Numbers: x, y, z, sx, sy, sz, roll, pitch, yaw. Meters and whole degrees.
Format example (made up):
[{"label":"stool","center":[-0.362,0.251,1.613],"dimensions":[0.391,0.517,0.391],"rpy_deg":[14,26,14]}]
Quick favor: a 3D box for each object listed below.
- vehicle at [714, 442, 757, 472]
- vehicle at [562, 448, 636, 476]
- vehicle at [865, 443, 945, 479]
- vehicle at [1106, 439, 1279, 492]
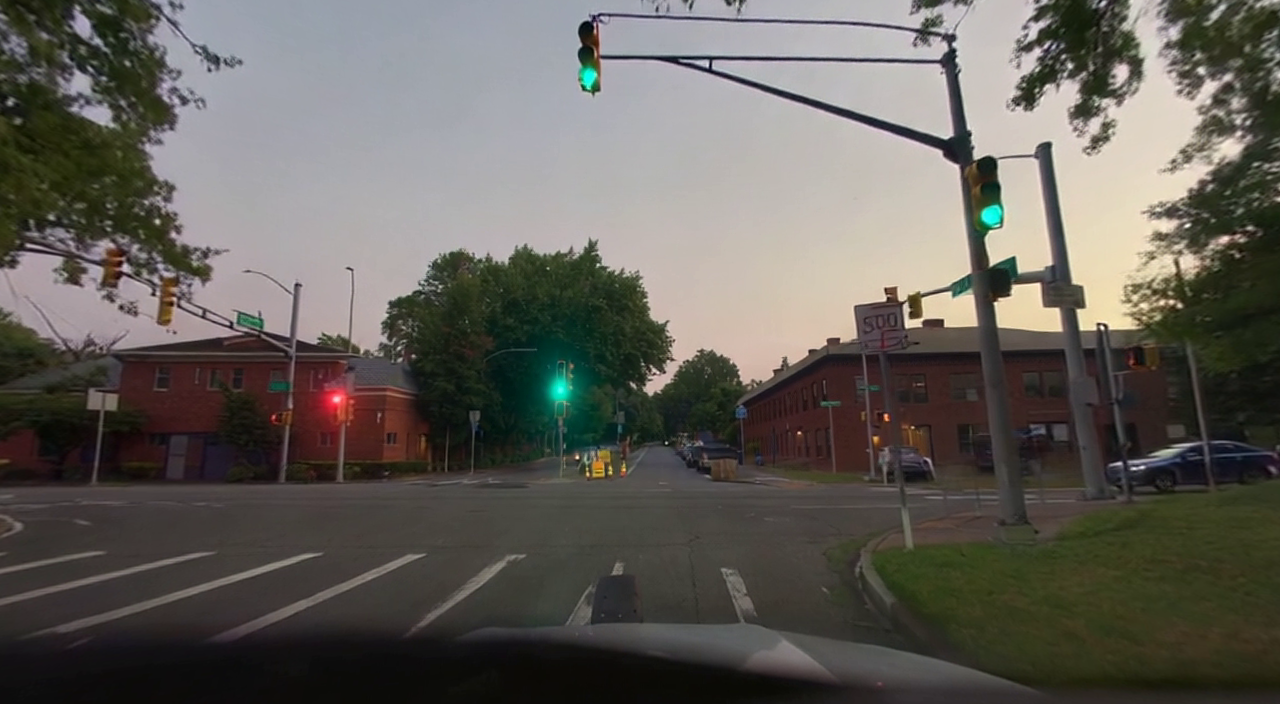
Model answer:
[{"label":"vehicle","center":[6.901,7.569,45.703],"dimensions":[1.491,2.041,2.964],"rpy_deg":[6,-10,-33]},{"label":"vehicle","center":[-2.451,6.436,37.143],"dimensions":[3.991,1.526,1.868],"rpy_deg":[-5,-9,31]},{"label":"vehicle","center":[12.416,5.211,29.808],"dimensions":[1.922,1.529,3.964],"rpy_deg":[0,-12,-1]},{"label":"vehicle","center":[16.817,3.398,19.129],"dimensions":[3.876,1.512,1.784],"rpy_deg":[0,-8,-1]}]
